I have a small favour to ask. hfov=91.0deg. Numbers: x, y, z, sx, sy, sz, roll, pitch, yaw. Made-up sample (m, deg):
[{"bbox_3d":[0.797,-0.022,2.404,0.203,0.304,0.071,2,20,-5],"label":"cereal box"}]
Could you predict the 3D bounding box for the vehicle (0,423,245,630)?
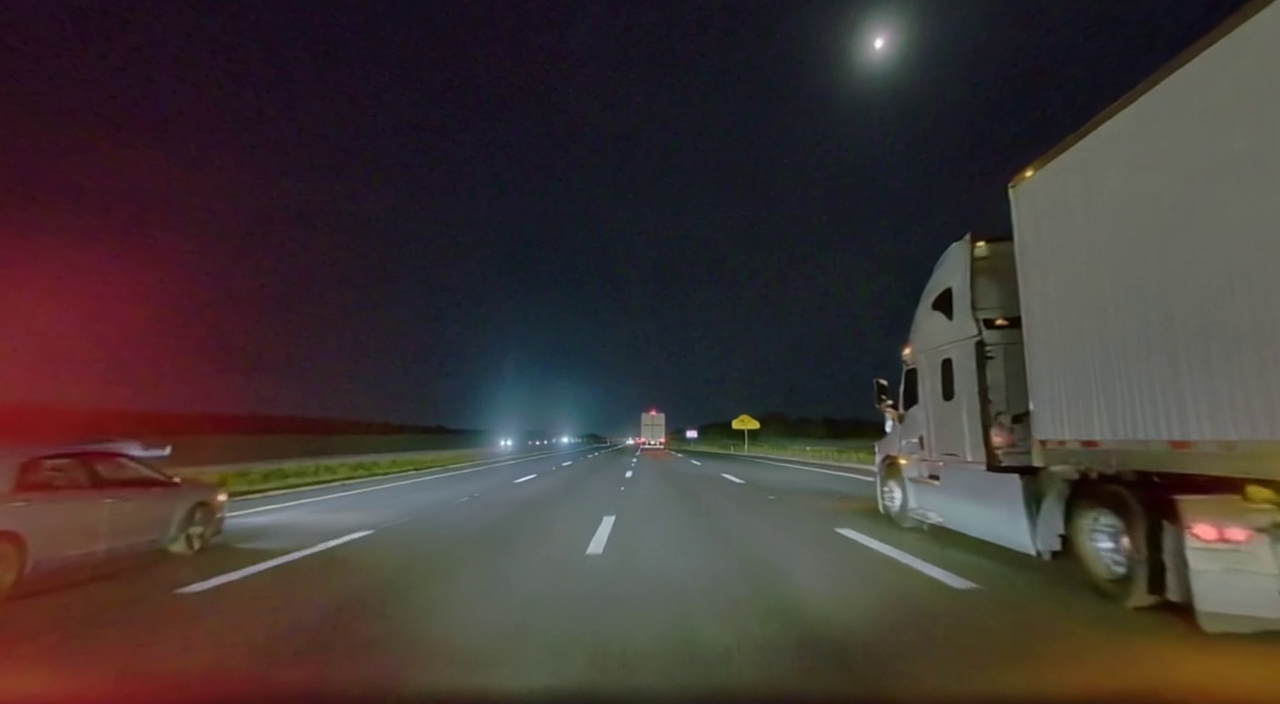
[{"bbox_3d":[-5.821,1.330,4.877,2.227,1.510,5.036,-1,-8,0],"label":"vehicle"}]
